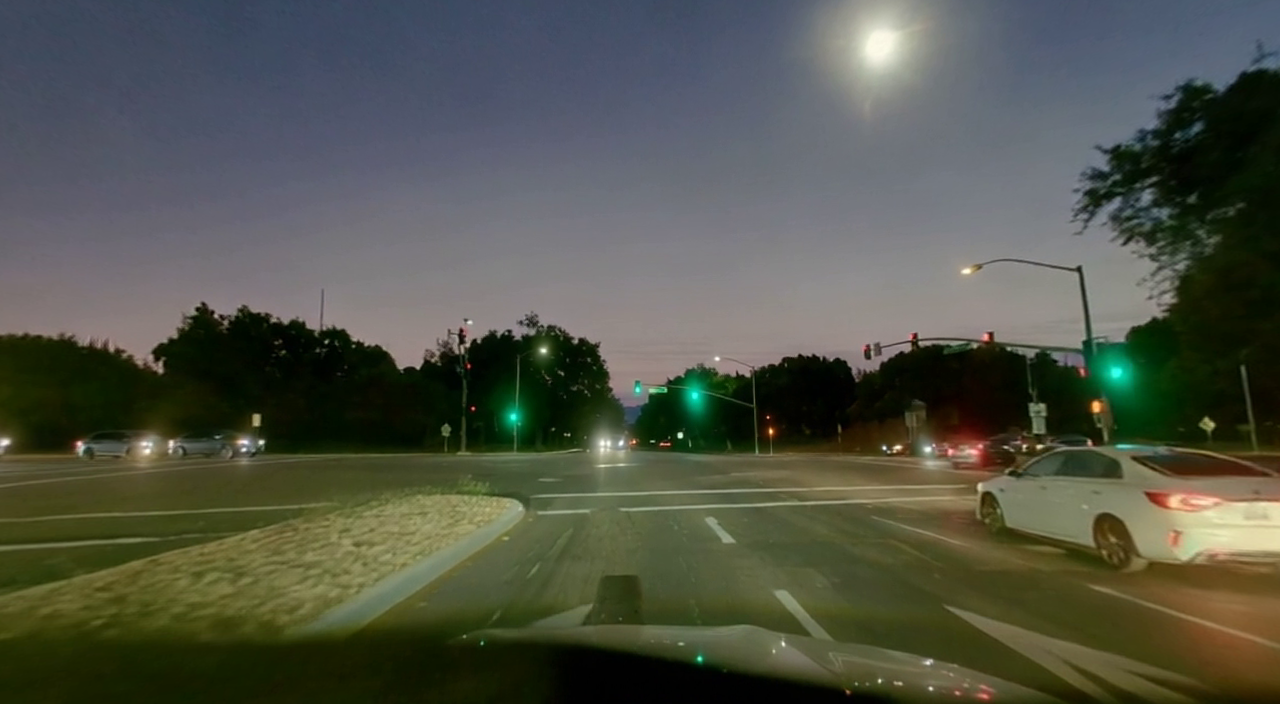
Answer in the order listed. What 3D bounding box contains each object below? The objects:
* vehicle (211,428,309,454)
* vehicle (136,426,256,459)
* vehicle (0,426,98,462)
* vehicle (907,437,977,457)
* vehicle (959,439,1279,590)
[{"bbox_3d":[-23.056,5.424,38.444,4.683,1.495,2.119,-1,-9,5],"label":"vehicle"},{"bbox_3d":[-21.638,4.443,30.990,4.331,1.544,1.896,2,-9,-16],"label":"vehicle"},{"bbox_3d":[-25.817,3.839,26.352,4.335,1.442,1.862,2,-9,-15],"label":"vehicle"},{"bbox_3d":[22.555,7.106,47.222,4.516,1.468,1.962,3,-9,-17],"label":"vehicle"},{"bbox_3d":[6.129,1.868,8.140,1.815,1.417,4.125,1,-9,-1],"label":"vehicle"}]
